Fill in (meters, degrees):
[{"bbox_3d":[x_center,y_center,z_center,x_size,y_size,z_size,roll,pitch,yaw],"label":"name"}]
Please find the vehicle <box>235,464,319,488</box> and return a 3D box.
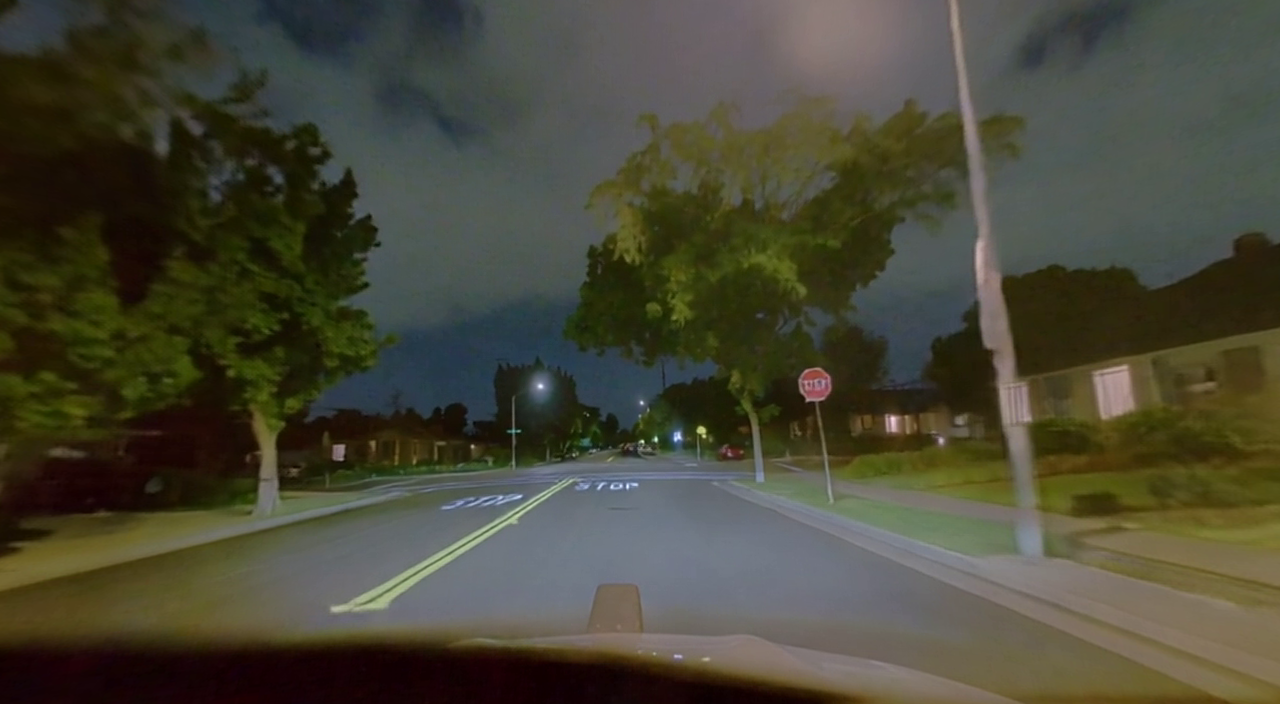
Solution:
[{"bbox_3d":[-24.259,8.298,42.326,4.380,1.462,1.864,0,-9,-1],"label":"vehicle"}]
